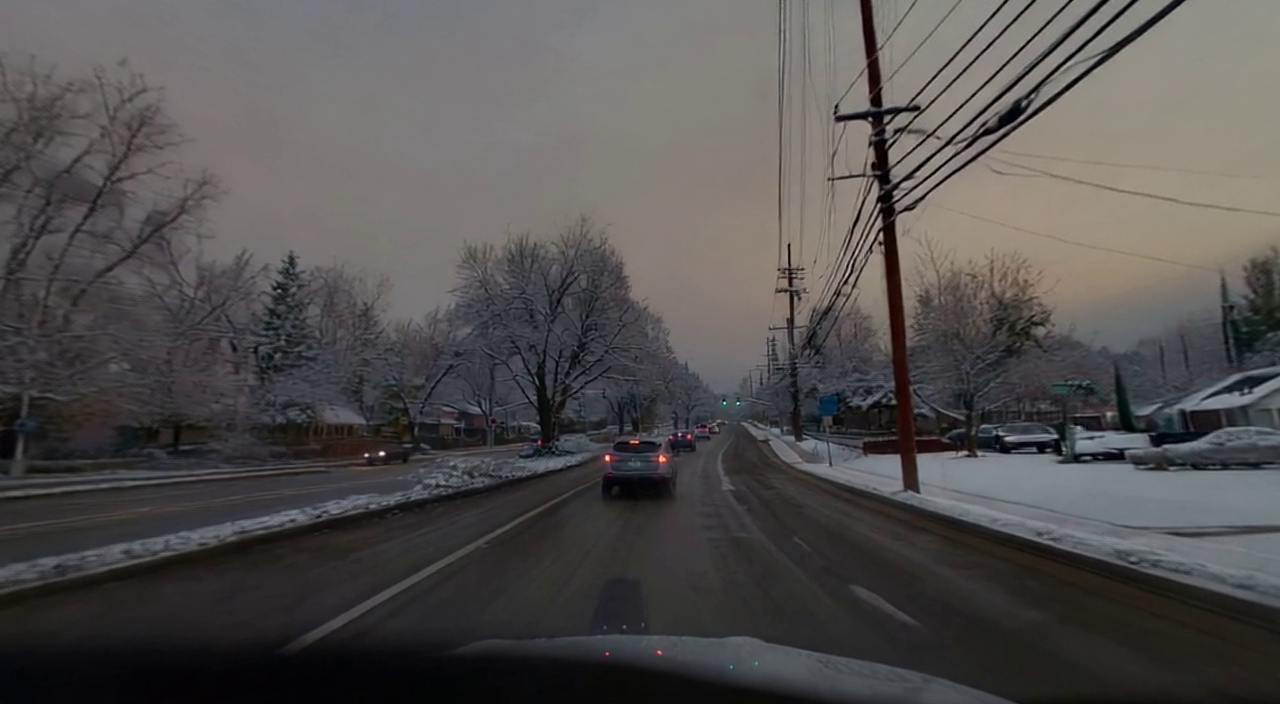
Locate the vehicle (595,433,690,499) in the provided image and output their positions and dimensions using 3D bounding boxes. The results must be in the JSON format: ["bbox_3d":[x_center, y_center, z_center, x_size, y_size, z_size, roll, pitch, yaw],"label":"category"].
[{"bbox_3d":[0.205,2.875,16.301,2.117,1.474,4.036,-1,-8,5],"label":"vehicle"}]

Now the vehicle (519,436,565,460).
[{"bbox_3d":[-6.569,6.501,42.668,1.983,1.485,4.159,-1,-9,7],"label":"vehicle"}]

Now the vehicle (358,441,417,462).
[{"bbox_3d":[-19.601,7.748,49.137,1.970,1.546,4.996,-1,-9,8],"label":"vehicle"}]

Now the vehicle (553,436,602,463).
[{"bbox_3d":[-3.684,5.833,37.876,1.928,1.493,4.289,-2,-9,9],"label":"vehicle"}]

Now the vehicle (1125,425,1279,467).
[{"bbox_3d":[20.950,3.472,23.208,4.497,1.460,1.851,-1,-9,4],"label":"vehicle"}]

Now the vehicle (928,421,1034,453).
[{"bbox_3d":[18.965,4.783,35.270,4.739,1.708,1.976,-1,-9,7],"label":"vehicle"}]
